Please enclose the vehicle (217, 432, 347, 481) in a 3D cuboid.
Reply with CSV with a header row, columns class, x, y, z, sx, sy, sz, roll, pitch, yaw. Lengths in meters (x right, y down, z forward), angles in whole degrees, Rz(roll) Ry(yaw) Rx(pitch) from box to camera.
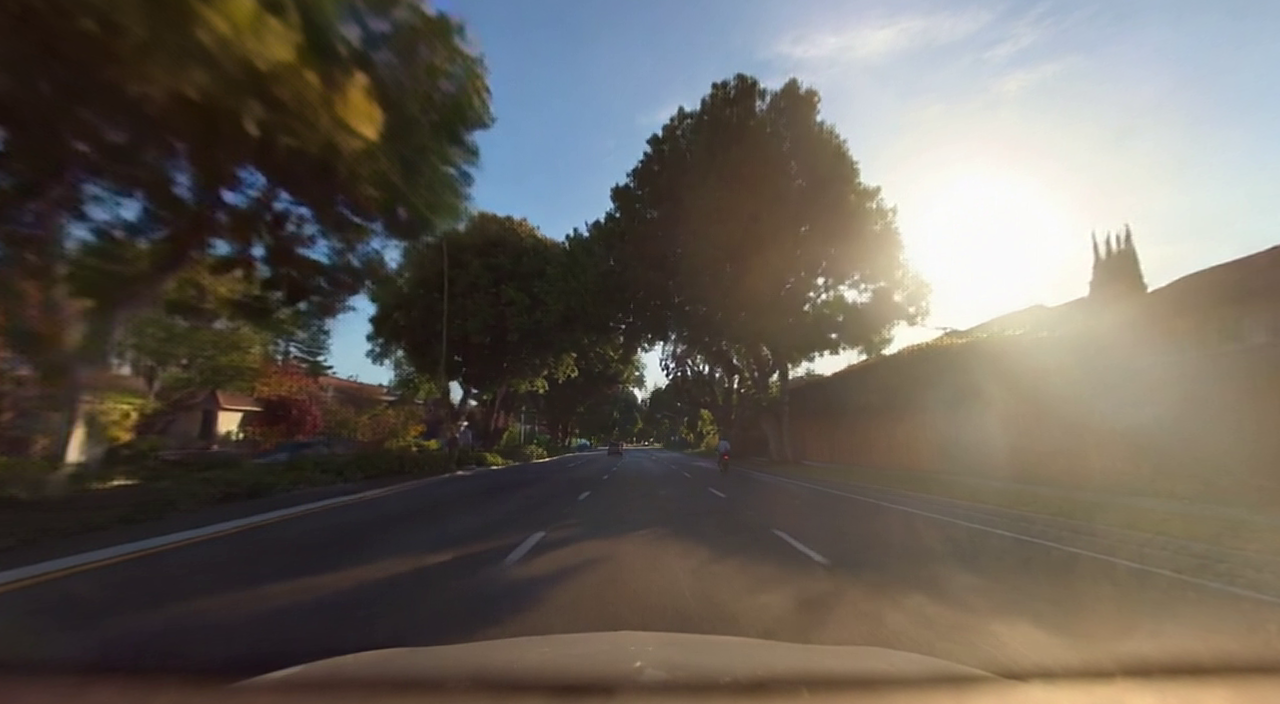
class,x,y,z,sx,sy,sz,roll,pitch,yaw
vehicle,-13.639,3.997,24.492,2.000,1.662,5.340,-1,-8,-1
